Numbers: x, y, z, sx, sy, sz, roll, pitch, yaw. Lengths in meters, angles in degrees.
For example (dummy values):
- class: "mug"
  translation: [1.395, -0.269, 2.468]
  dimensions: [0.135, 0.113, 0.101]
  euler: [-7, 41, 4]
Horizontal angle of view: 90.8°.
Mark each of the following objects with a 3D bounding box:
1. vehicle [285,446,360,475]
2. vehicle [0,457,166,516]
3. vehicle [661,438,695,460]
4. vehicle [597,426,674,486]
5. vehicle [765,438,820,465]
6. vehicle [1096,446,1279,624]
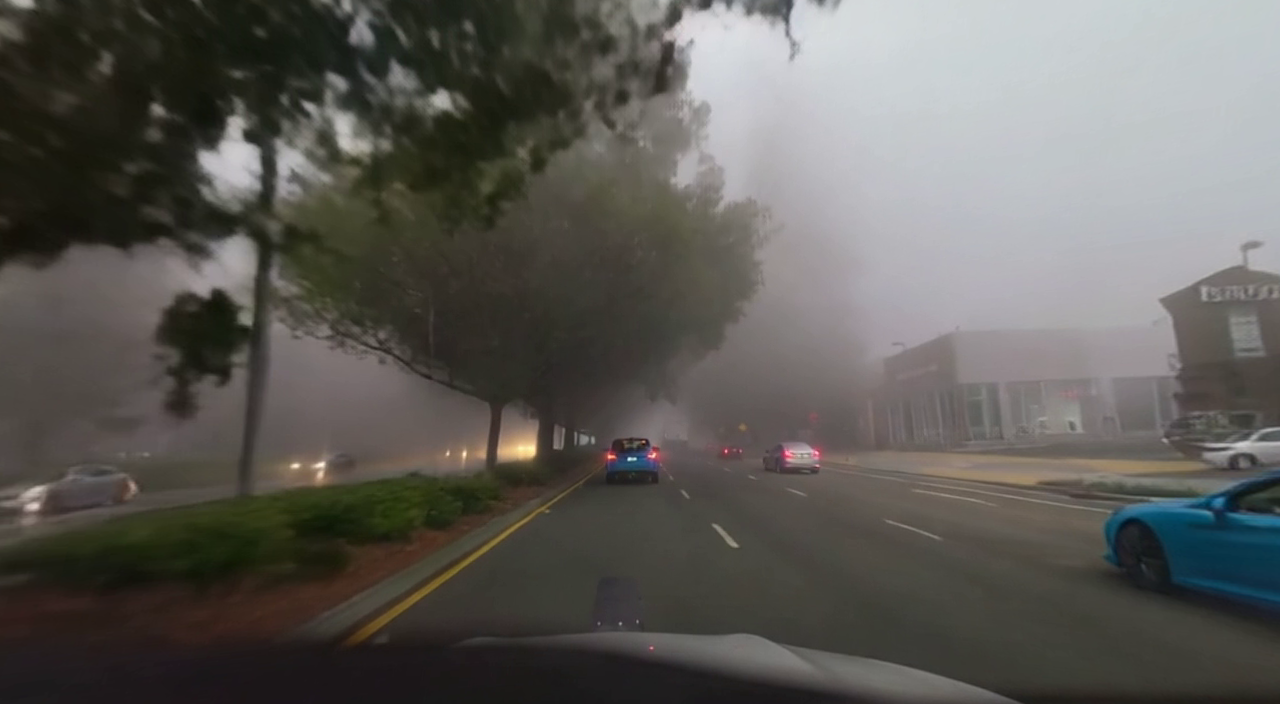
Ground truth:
- class: "vehicle"
  translation: [-19.245, 6.592, 38.574]
  dimensions: [1.982, 1.633, 4.620]
  euler: [-1, -9, 3]
- class: "vehicle"
  translation: [-17.000, 3.925, 18.950]
  dimensions: [1.929, 1.460, 4.668]
  euler: [0, -9, 0]
- class: "vehicle"
  translation: [2.696, 6.932, 45.322]
  dimensions: [2.078, 1.471, 4.142]
  euler: [0, -9, -2]
- class: "vehicle"
  translation: [-0.158, 3.390, 20.820]
  dimensions: [2.266, 1.762, 4.131]
  euler: [0, -8, -1]
- class: "vehicle"
  translation: [9.023, 5.940, 37.724]
  dimensions: [2.045, 1.484, 4.342]
  euler: [0, -9, -2]
- class: "vehicle"
  translation: [5.865, 1.299, 4.300]
  dimensions: [2.258, 1.294, 4.312]
  euler: [0, -9, -1]
